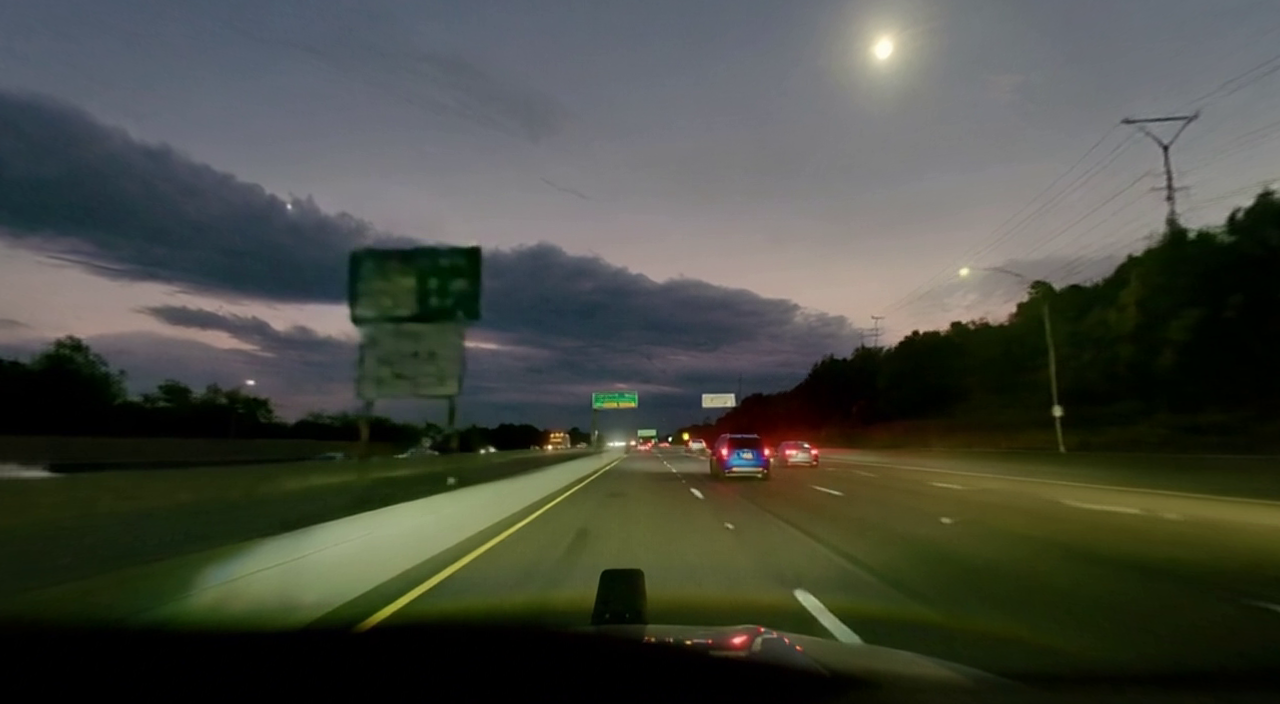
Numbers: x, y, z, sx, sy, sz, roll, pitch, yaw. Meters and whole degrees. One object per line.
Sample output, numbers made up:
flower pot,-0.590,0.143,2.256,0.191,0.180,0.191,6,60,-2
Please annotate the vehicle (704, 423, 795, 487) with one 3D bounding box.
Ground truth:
vehicle,3.416,3.323,20.621,2.120,1.832,4.287,0,-8,-1

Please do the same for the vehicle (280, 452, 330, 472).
vehicle,-24.967,8.176,47.091,1.906,1.324,3.264,0,-8,0
